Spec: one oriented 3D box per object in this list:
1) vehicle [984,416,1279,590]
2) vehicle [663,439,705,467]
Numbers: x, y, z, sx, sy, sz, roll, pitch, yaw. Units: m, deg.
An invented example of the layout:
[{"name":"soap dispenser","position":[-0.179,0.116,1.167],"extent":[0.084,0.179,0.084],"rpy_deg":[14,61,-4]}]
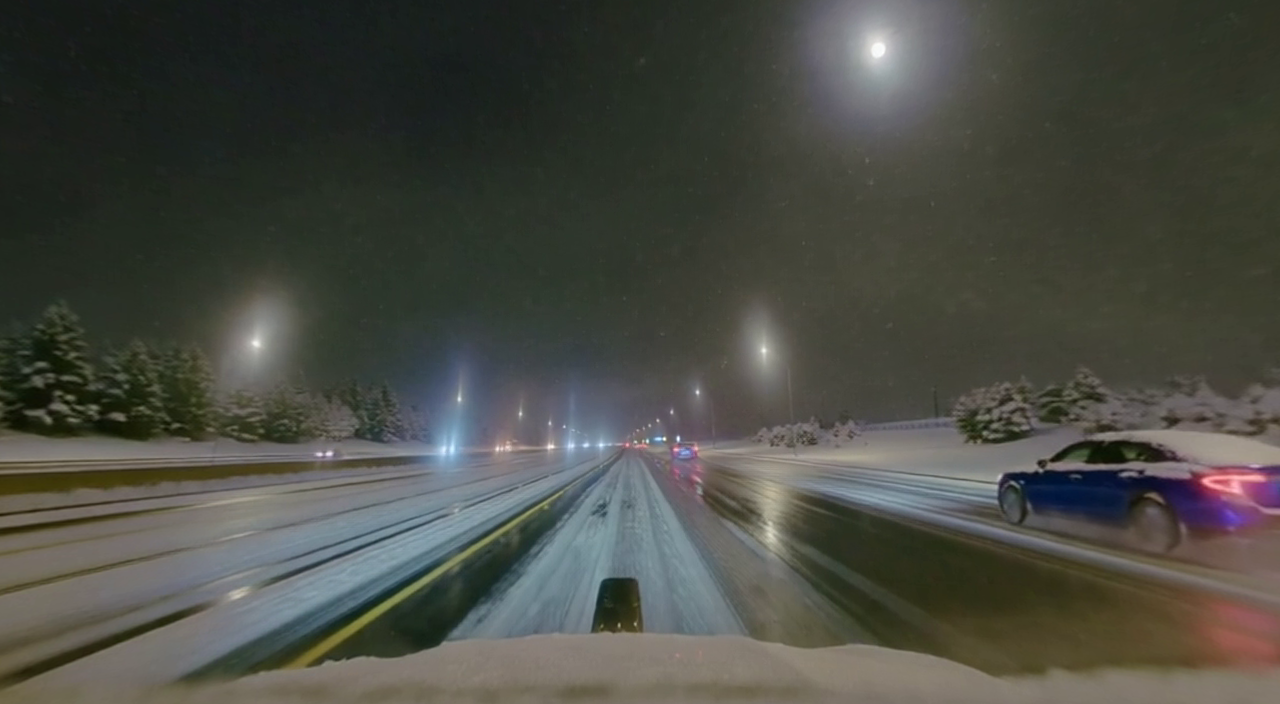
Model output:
[{"name":"vehicle","position":[6.765,1.650,7.734],"extent":[2.227,1.522,5.041],"rpy_deg":[0,-8,0]},{"name":"vehicle","position":[2.691,6.294,39.421],"extent":[2.270,1.615,3.770],"rpy_deg":[0,-8,-1]}]
